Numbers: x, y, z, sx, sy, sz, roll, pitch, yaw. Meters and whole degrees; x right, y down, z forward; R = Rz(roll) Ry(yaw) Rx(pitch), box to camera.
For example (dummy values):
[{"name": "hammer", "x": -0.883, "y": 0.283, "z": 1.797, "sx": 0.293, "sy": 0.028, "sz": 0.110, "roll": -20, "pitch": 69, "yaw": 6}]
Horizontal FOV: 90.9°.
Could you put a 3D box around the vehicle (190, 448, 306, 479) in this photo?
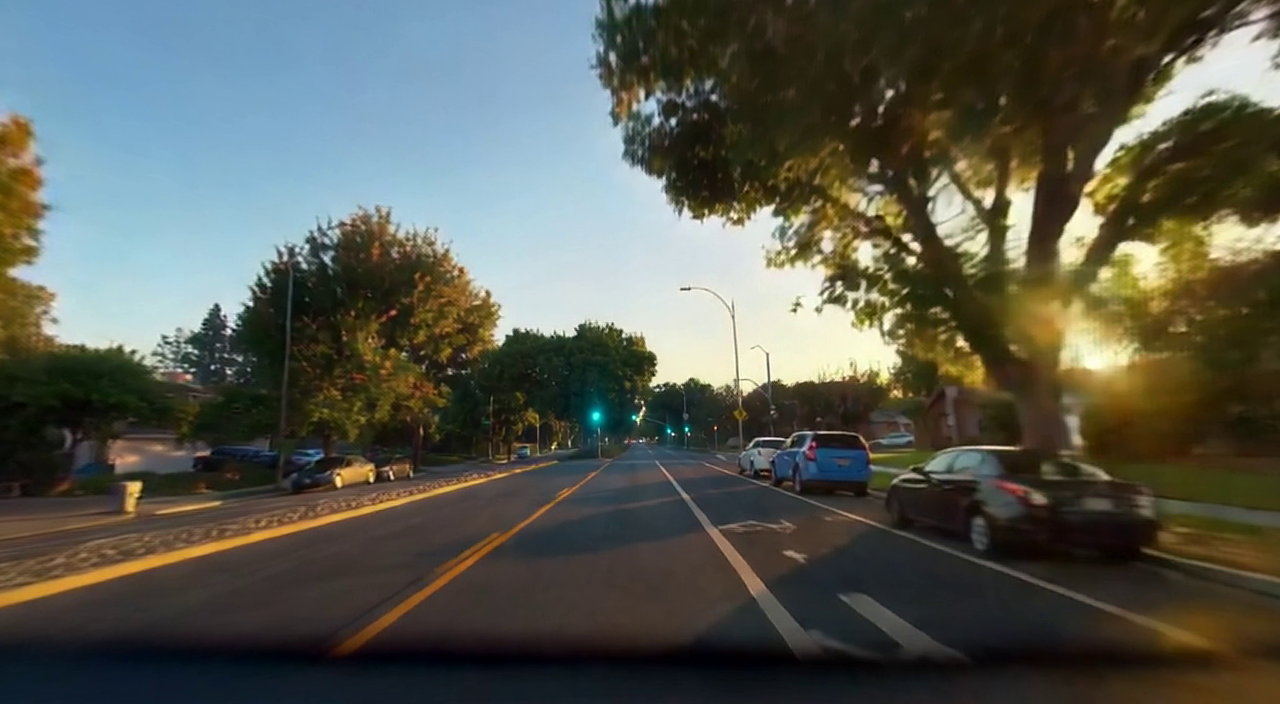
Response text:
[{"name": "vehicle", "x": -20.848, "y": 5.944, "z": 33.691, "sx": 4.715, "sy": 1.560, "sz": 2.131, "roll": 0, "pitch": -9, "yaw": -1}]

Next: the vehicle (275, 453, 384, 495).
[{"name": "vehicle", "x": -12.526, "y": 4.936, "z": 25.853, "sx": 1.983, "sy": 1.513, "sz": 4.662, "roll": 0, "pitch": -9, "yaw": 2}]

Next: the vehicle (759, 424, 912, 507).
[{"name": "vehicle", "x": 4.748, "y": 2.821, "z": 16.360, "sx": 2.218, "sy": 1.789, "sz": 5.146, "roll": 0, "pitch": -8, "yaw": -1}]

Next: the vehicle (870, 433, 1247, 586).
[{"name": "vehicle", "x": 4.837, "y": 1.823, "z": 8.356, "sx": 1.928, "sy": 1.431, "sz": 4.570, "roll": 0, "pitch": -8, "yaw": 1}]
